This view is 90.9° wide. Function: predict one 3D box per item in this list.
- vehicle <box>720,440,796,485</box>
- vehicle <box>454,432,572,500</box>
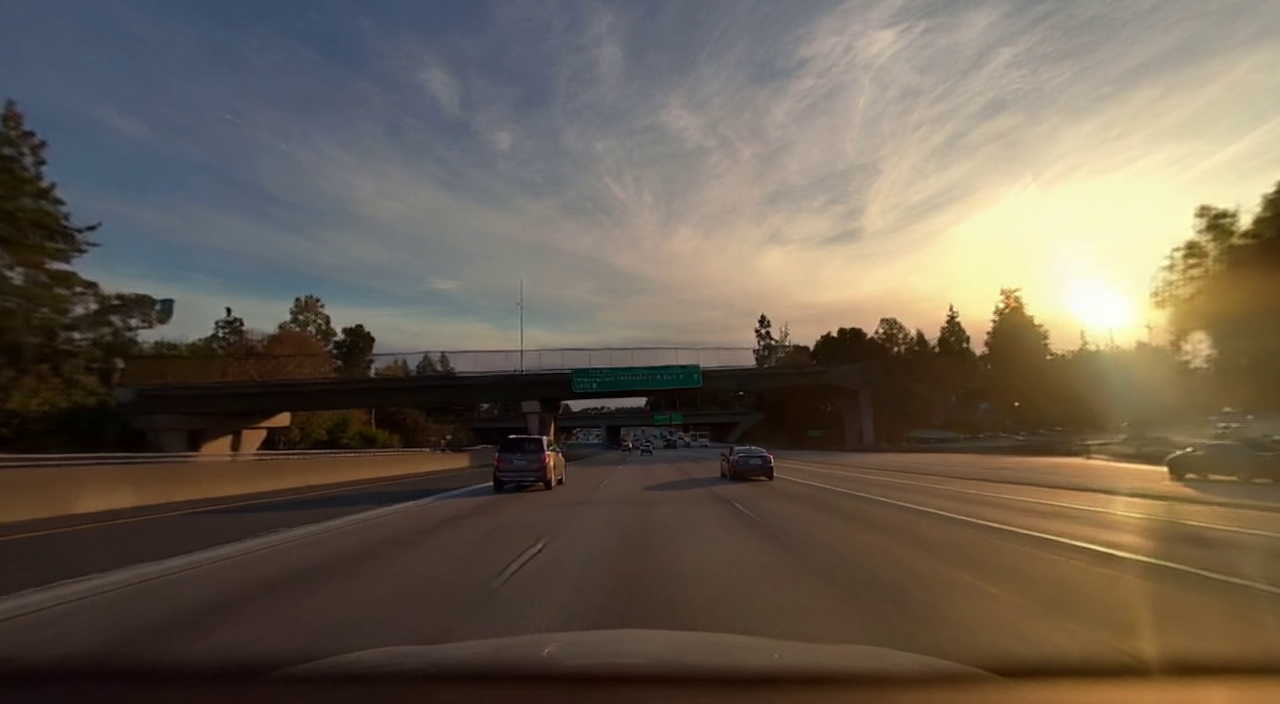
[{"bbox_3d":[4.235,4.032,23.289,1.908,1.483,4.259,0,-8,-1],"label":"vehicle"},{"bbox_3d":[-3.489,3.254,18.441,2.259,1.706,4.924,0,-8,2],"label":"vehicle"}]
